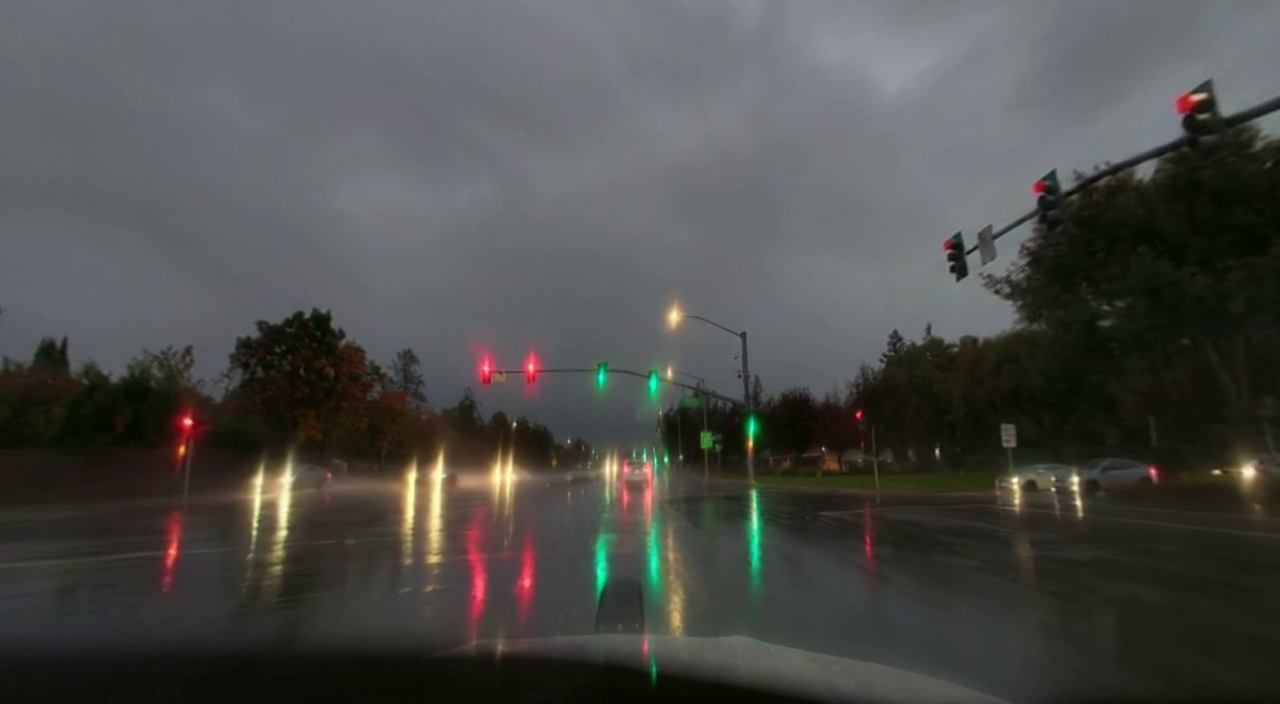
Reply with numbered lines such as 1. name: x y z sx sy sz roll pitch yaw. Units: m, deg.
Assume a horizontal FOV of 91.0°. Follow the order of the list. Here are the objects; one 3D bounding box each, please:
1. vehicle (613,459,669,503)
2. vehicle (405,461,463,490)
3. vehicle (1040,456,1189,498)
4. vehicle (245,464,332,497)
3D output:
1. vehicle: 0.054 4.823 23.852 1.954 1.469 3.465 0 -9 1
2. vehicle: -13.311 7.973 40.982 2.024 1.663 4.502 -1 -9 3
3. vehicle: 18.470 4.857 24.608 4.441 1.466 1.982 1 -9 -9
4. vehicle: -20.954 7.652 37.756 2.189 1.720 4.653 -1 -9 6
